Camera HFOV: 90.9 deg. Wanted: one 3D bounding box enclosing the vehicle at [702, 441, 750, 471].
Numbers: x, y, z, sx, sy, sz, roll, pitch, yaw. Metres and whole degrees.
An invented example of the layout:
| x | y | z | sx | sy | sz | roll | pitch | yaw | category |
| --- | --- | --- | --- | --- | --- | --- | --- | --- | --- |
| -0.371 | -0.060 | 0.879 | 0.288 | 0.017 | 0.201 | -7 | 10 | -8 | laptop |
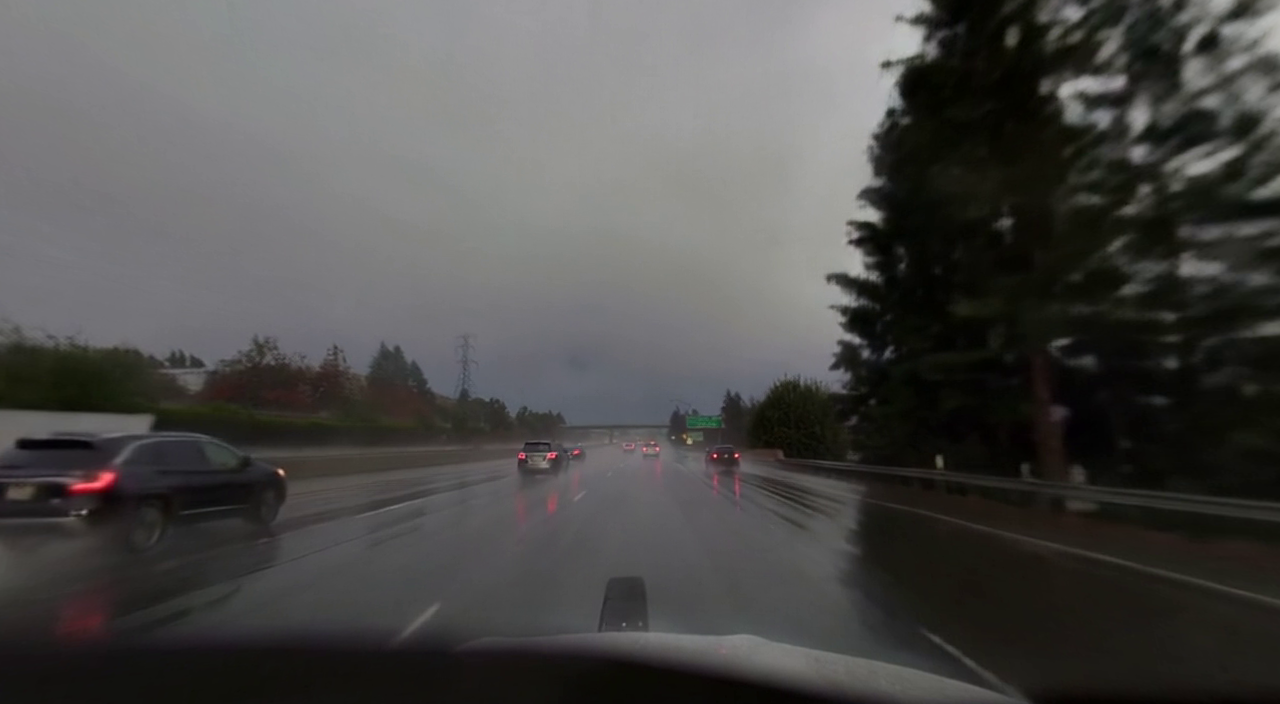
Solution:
| x | y | z | sx | sy | sz | roll | pitch | yaw | category |
| --- | --- | --- | --- | --- | --- | --- | --- | --- | --- |
| 4.556 | 5.577 | 33.984 | 1.964 | 1.479 | 4.252 | 0 | -8 | -1 | vehicle |

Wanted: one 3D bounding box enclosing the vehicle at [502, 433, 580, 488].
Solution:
| x | y | z | sx | sy | sz | roll | pitch | yaw | category |
| --- | --- | --- | --- | --- | --- | --- | --- | --- | --- |
| -3.300 | 3.696 | 21.867 | 1.961 | 1.704 | 4.052 | 0 | -8 | 1 | vehicle |

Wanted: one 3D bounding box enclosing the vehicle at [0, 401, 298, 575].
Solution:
| x | y | z | sx | sy | sz | roll | pitch | yaw | category |
| --- | --- | --- | --- | --- | --- | --- | --- | --- | --- |
| -7.421 | 1.779 | 9.093 | 2.162 | 1.805 | 4.853 | 0 | -8 | 1 | vehicle |
